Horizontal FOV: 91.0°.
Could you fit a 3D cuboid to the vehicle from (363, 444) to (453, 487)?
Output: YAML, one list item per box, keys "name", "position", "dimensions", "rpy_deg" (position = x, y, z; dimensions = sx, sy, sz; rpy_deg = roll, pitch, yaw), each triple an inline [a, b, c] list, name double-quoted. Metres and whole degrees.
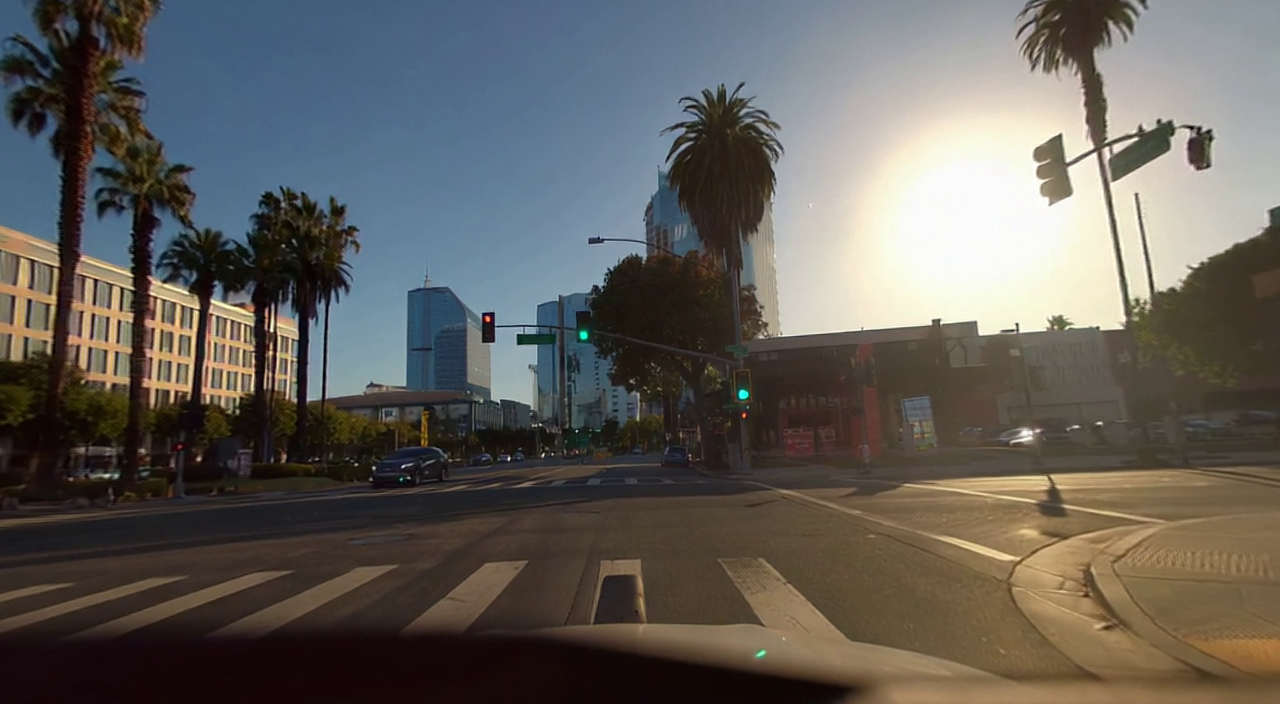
- name: "vehicle"
  position: [-10.740, 5.263, 29.597]
  dimensions: [2.270, 1.833, 4.860]
  rpy_deg: [0, -9, 1]
